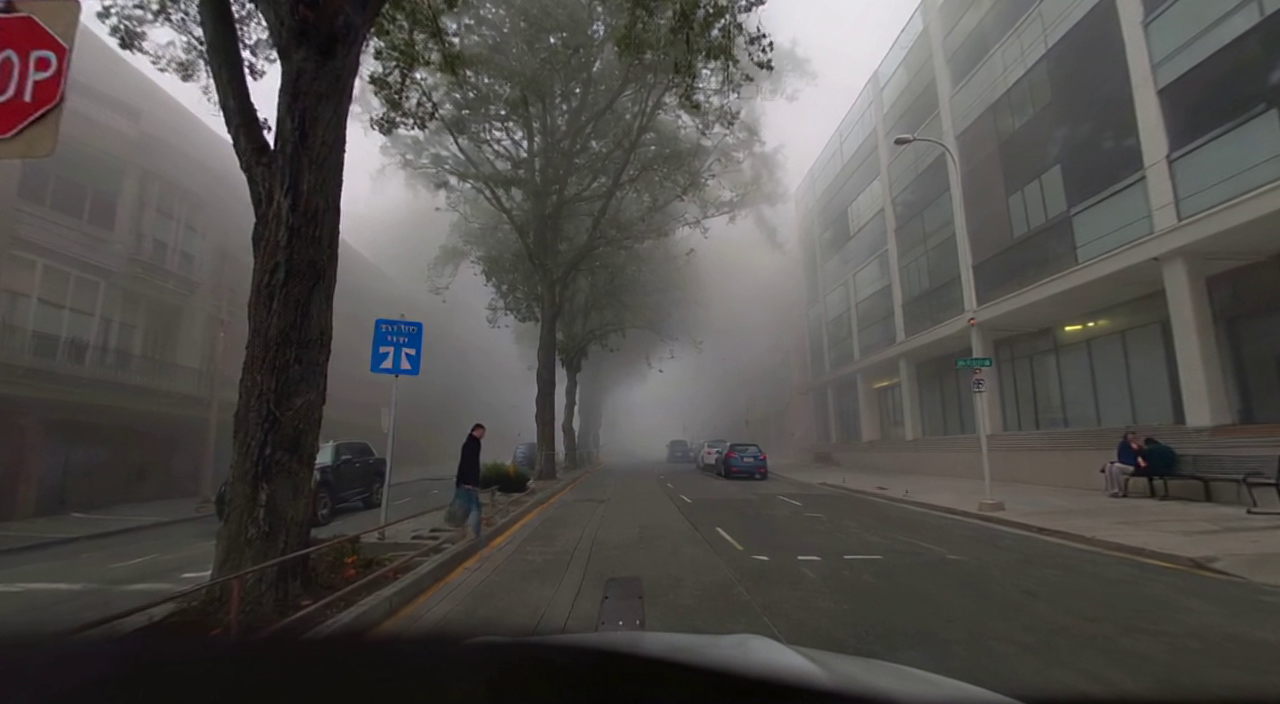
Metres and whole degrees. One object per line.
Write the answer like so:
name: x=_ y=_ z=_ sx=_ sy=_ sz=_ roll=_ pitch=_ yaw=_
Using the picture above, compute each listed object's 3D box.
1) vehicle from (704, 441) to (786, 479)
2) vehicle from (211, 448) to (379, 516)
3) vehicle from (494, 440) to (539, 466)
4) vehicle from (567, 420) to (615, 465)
vehicle: x=4.583 y=4.571 z=27.112 sx=1.858 sy=1.491 sz=4.329 roll=-5 pitch=-10 yaw=33
vehicle: x=-8.795 y=3.308 z=16.635 sx=2.007 sy=1.503 sz=4.343 roll=0 pitch=-8 yaw=-1
vehicle: x=-8.848 y=7.271 z=45.736 sx=2.256 sy=1.802 sz=4.333 roll=0 pitch=-8 yaw=2
vehicle: x=-2.988 y=5.766 z=40.175 sx=2.317 sy=2.596 sz=6.053 roll=0 pitch=-8 yaw=3
